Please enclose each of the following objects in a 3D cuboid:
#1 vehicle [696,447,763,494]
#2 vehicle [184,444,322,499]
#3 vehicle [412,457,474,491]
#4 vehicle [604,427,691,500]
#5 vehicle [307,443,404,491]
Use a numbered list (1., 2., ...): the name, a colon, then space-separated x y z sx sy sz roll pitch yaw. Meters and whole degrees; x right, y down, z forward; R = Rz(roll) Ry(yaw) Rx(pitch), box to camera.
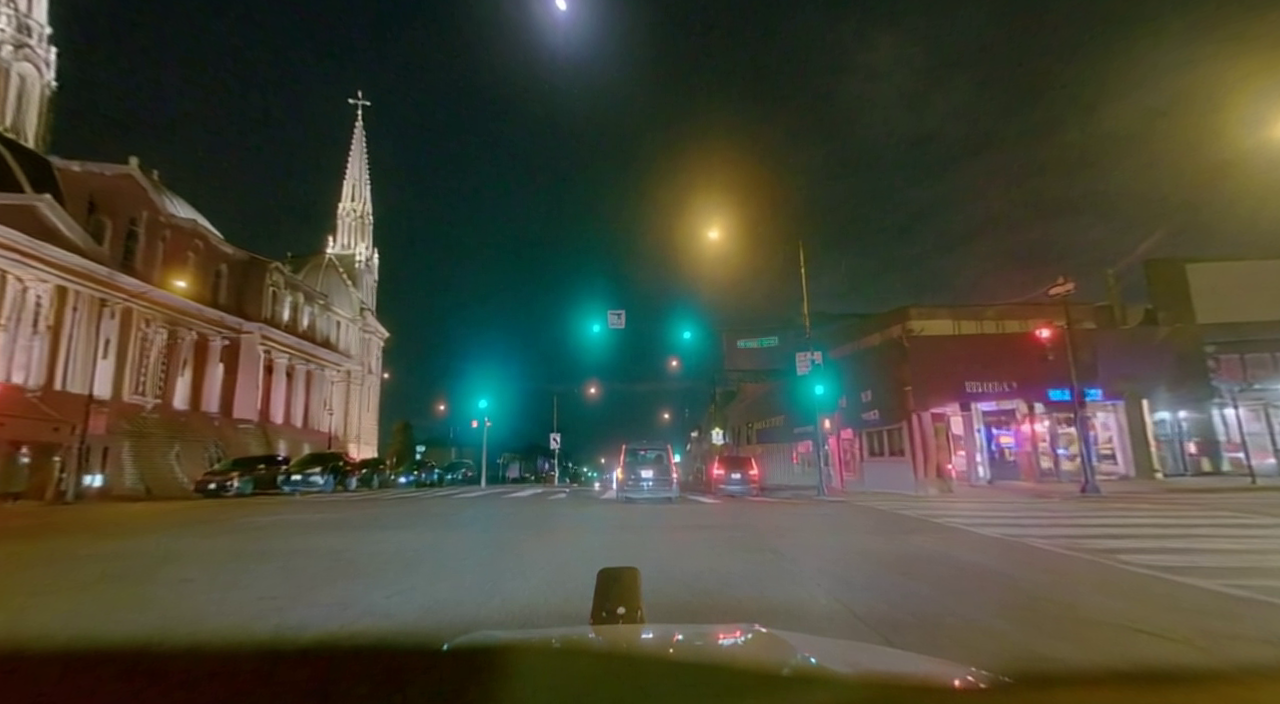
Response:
1. vehicle: 3.709 4.988 27.065 2.080 1.735 4.650 3 -9 0
2. vehicle: -14.954 4.738 24.905 1.969 1.896 5.404 -1 -11 0
3. vehicle: -11.410 7.049 36.881 2.170 1.746 4.565 0 -9 -1
4. vehicle: 0.160 3.080 17.797 2.168 1.776 4.135 0 -9 -1
5. vehicle: -11.832 4.914 26.648 2.069 1.790 4.358 -1 -12 -1
